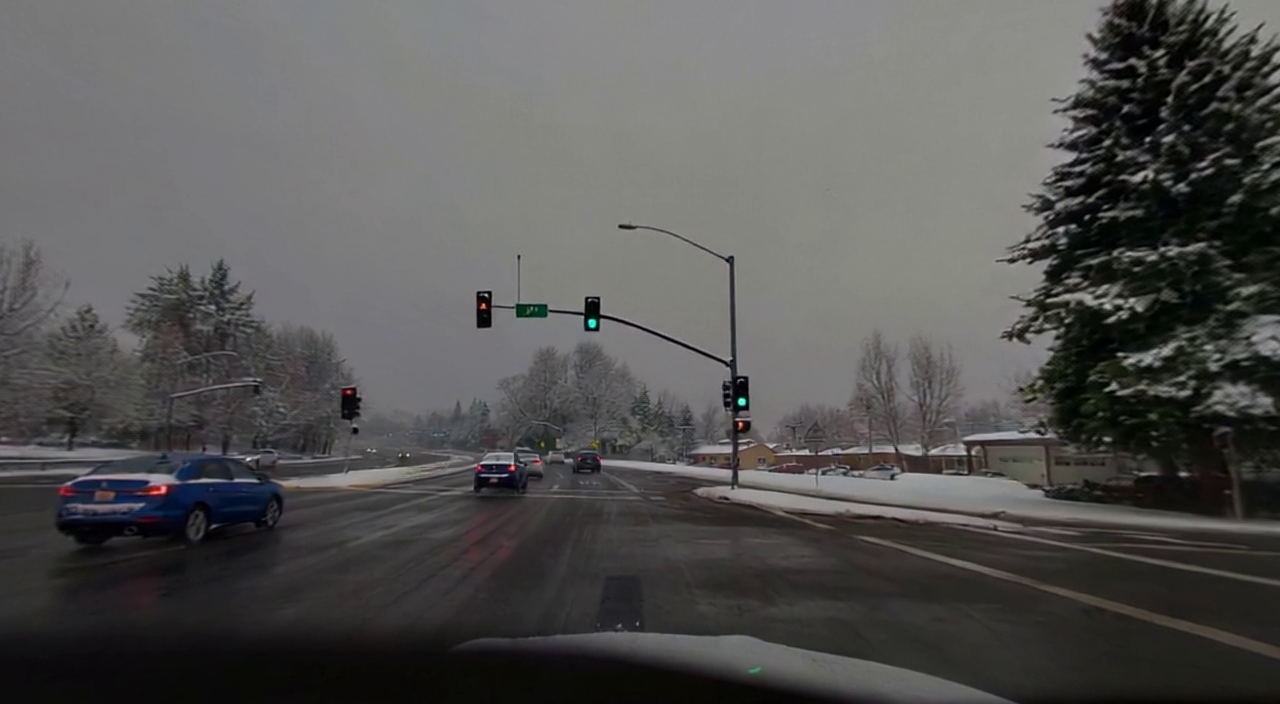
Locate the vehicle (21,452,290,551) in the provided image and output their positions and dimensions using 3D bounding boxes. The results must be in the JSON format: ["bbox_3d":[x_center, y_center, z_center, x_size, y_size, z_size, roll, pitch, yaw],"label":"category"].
[{"bbox_3d":[-8.458,2.584,11.621,1.889,1.429,4.029,0,-9,-3],"label":"vehicle"}]

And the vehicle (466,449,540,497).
[{"bbox_3d":[-5.128,4.566,24.276,2.098,1.613,4.606,0,-9,-4],"label":"vehicle"}]

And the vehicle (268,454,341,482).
[{"bbox_3d":[-19.151,6.592,36.275,2.052,1.450,4.634,1,-9,-6],"label":"vehicle"}]

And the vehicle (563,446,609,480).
[{"bbox_3d":[-3.462,6.873,39.563,2.526,1.982,5.294,1,-9,-8],"label":"vehicle"}]

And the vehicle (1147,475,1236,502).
[{"bbox_3d":[36.493,8.992,41.968,1.738,1.496,4.213,1,-9,-8],"label":"vehicle"}]
